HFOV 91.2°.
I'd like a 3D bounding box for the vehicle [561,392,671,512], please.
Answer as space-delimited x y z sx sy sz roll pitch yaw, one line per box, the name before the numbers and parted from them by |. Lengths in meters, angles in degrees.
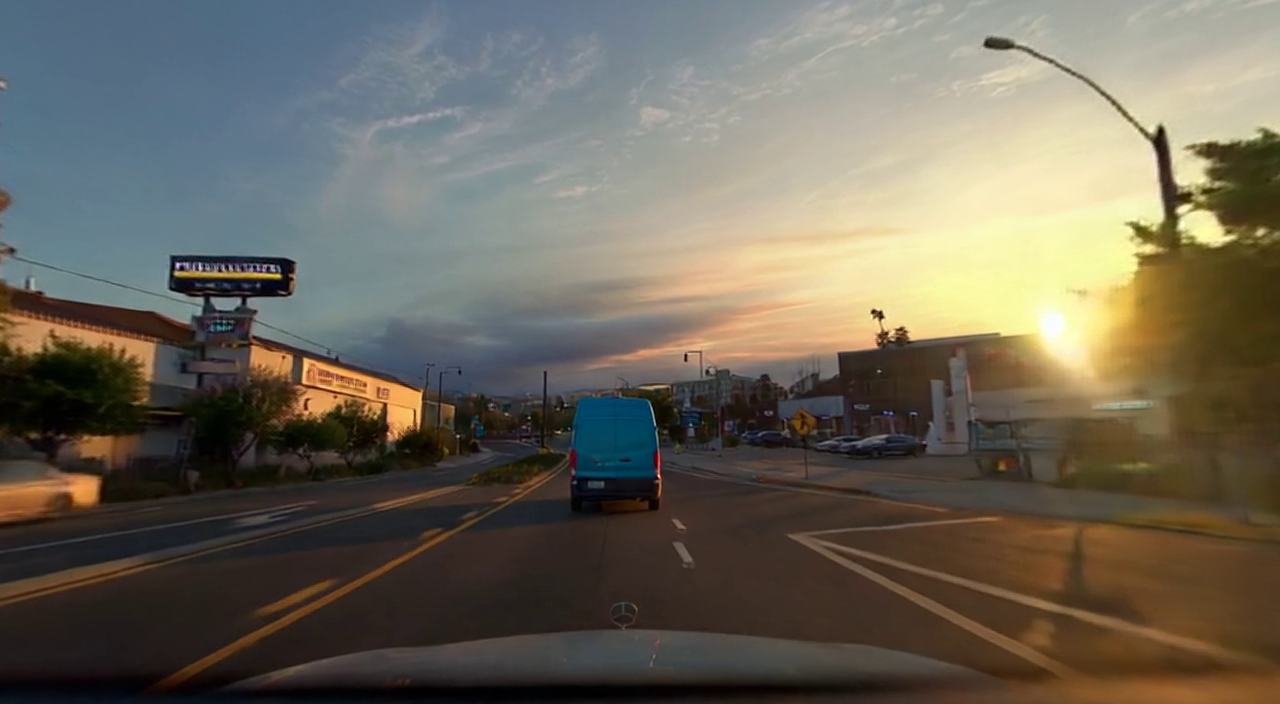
vehicle | -0.833 2.626 16.782 2.432 2.624 5.670 1 -9 -6
